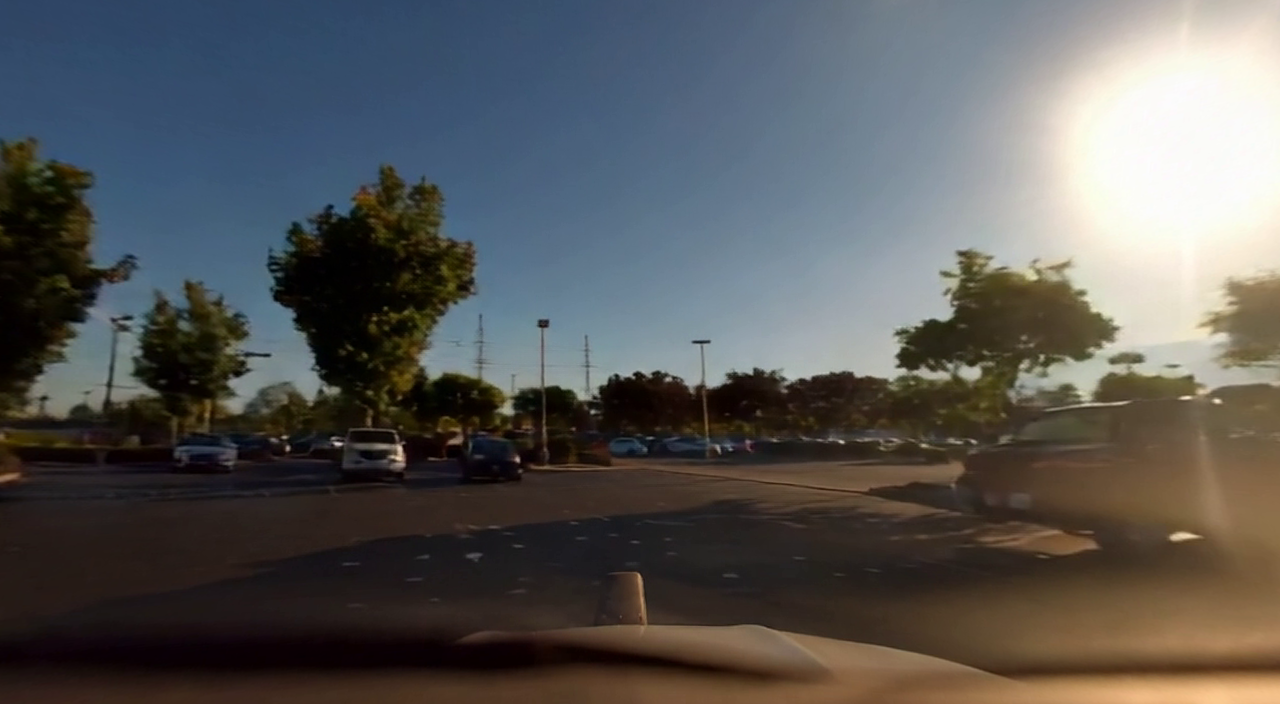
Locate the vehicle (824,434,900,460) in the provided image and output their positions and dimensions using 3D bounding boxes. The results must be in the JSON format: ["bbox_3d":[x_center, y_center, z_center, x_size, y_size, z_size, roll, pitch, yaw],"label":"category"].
[{"bbox_3d":[12.562,5.392,35.760,4.059,1.388,1.726,6,-10,-28],"label":"vehicle"}]

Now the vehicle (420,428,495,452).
[{"bbox_3d":[-12.696,6.145,43.992,4.601,1.484,1.839,7,-11,-34],"label":"vehicle"}]

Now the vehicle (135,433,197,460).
[{"bbox_3d":[-27.565,5.532,36.900,2.190,1.441,3.759,6,-10,-27],"label":"vehicle"}]

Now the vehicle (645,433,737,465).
[{"bbox_3d":[2.485,4.691,30.440,4.106,1.449,1.760,6,-10,-28],"label":"vehicle"}]

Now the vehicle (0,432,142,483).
[{"bbox_3d":[-18.168,3.128,18.851,4.772,1.441,1.976,6,-10,-27],"label":"vehicle"}]

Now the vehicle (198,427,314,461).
[{"bbox_3d":[-19.870,4.770,32.972,4.939,1.664,2.055,4,-9,-28],"label":"vehicle"}]

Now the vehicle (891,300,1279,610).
[{"bbox_3d":[5.477,1.092,6.850,5.237,2.257,2.200,6,-10,-28],"label":"vehicle"}]

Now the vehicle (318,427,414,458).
[{"bbox_3d":[-15.340,5.110,35.485,4.666,1.634,1.816,5,-10,-29],"label":"vehicle"}]

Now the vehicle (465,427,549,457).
[{"bbox_3d":[-8.280,5.554,39.342,4.660,1.687,1.981,4,-7,-31],"label":"vehicle"}]
